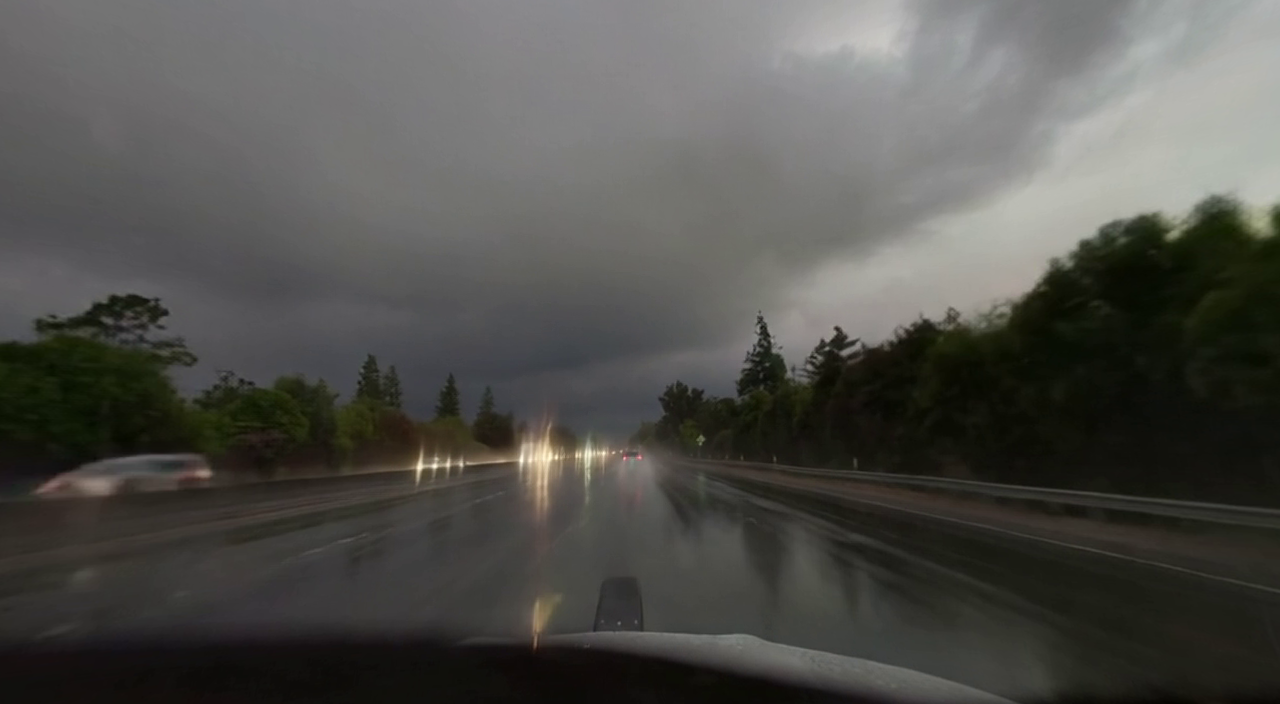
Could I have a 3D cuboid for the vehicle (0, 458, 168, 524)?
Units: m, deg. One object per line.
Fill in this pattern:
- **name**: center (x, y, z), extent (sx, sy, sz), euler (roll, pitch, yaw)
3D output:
- **vehicle**: center (-15.453, 3.661, 17.029), extent (1.903, 1.503, 4.309), euler (0, -9, -1)
